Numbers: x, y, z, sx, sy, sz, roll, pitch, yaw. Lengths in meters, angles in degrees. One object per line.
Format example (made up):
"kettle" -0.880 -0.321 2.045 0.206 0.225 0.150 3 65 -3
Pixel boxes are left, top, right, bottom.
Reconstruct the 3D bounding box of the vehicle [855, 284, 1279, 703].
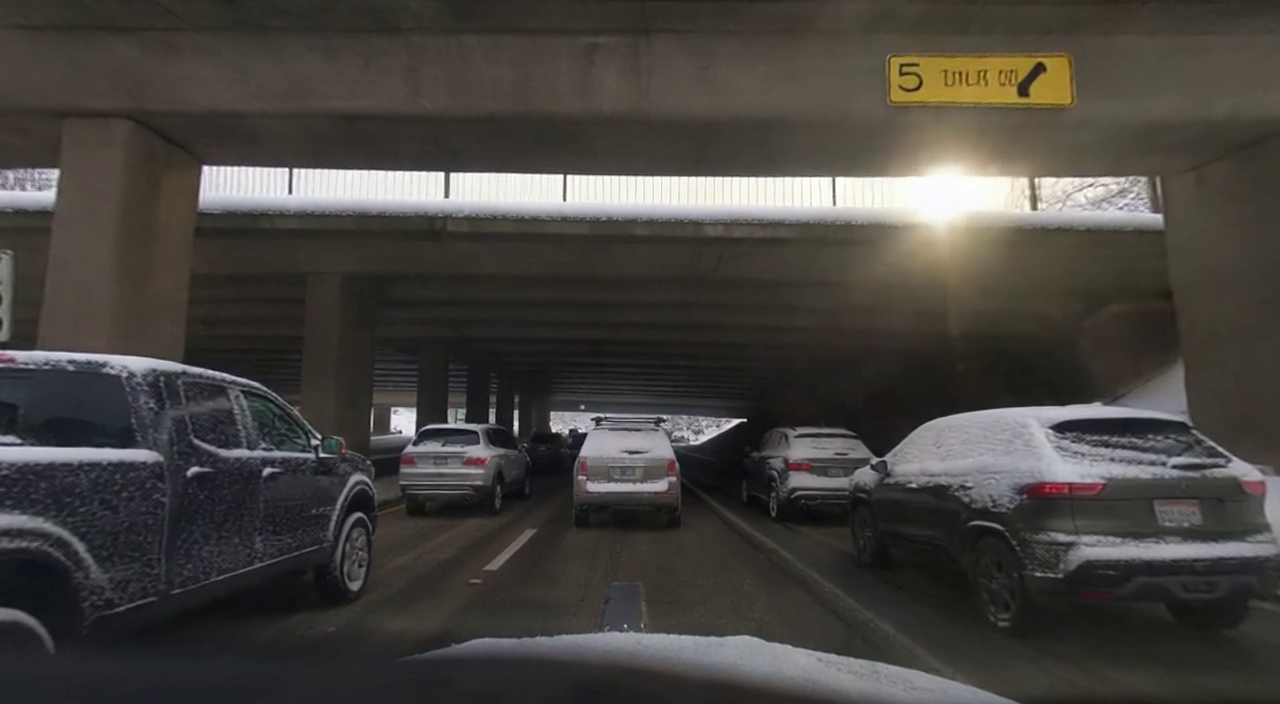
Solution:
"vehicle" 3.691 1.049 4.807 2.401 1.968 4.841 0 -8 0

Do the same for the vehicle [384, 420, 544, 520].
"vehicle" -3.366 2.343 12.999 2.127 1.720 4.064 0 -8 0

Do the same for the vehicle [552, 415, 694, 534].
"vehicle" -0.291 2.104 11.335 2.097 1.748 3.794 0 -8 -1

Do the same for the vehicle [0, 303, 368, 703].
"vehicle" -3.424 0.840 3.077 2.074 1.814 4.596 0 -8 0

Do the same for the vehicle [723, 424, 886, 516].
"vehicle" 3.456 2.629 14.621 2.234 1.720 5.378 0 -8 -1
